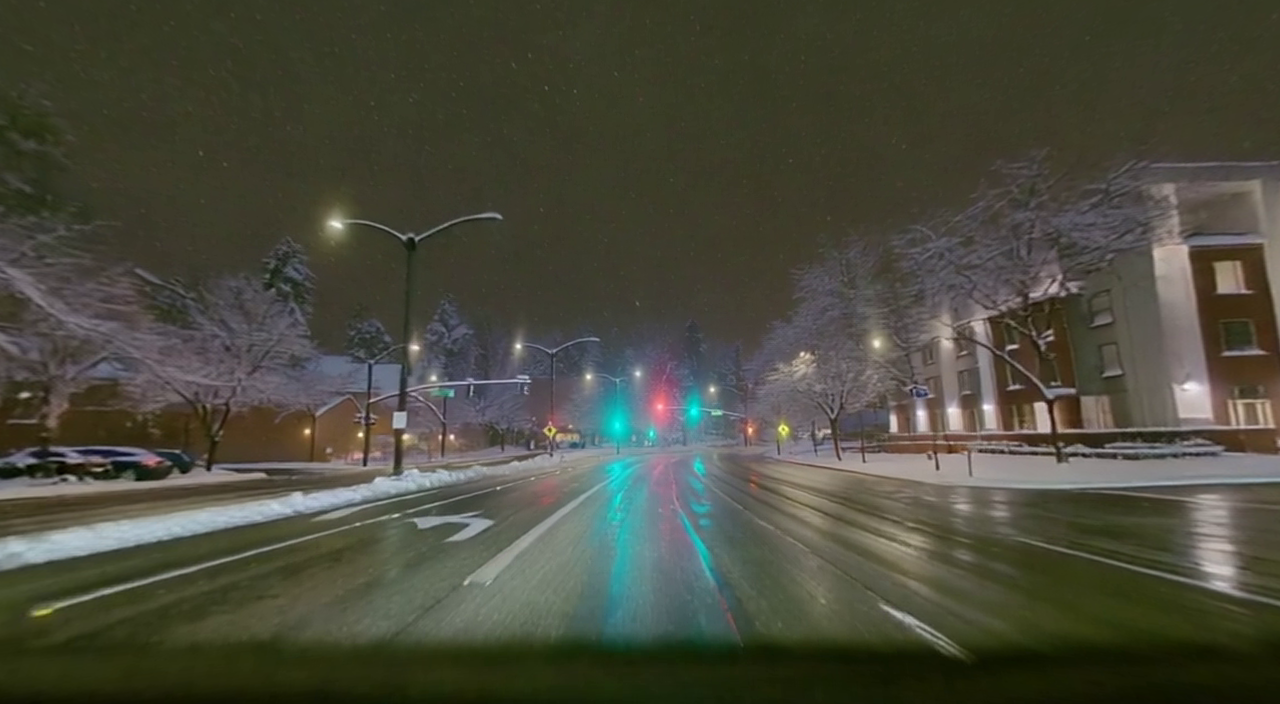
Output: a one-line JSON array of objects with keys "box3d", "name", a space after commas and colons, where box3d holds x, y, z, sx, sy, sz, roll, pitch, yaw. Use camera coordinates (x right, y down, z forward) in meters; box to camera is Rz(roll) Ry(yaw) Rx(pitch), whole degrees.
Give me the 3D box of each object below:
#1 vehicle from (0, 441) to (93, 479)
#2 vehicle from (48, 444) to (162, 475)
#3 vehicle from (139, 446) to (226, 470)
[{"box3d": [-28.678, 4.951, 29.076, 4.830, 1.664, 2.241, 0, -9, -1], "name": "vehicle"}, {"box3d": [-29.044, 5.853, 34.380, 4.363, 1.590, 1.933, 0, -9, -1], "name": "vehicle"}, {"box3d": [-31.150, 7.182, 43.161, 4.313, 1.549, 1.917, 3, -9, -20], "name": "vehicle"}]
